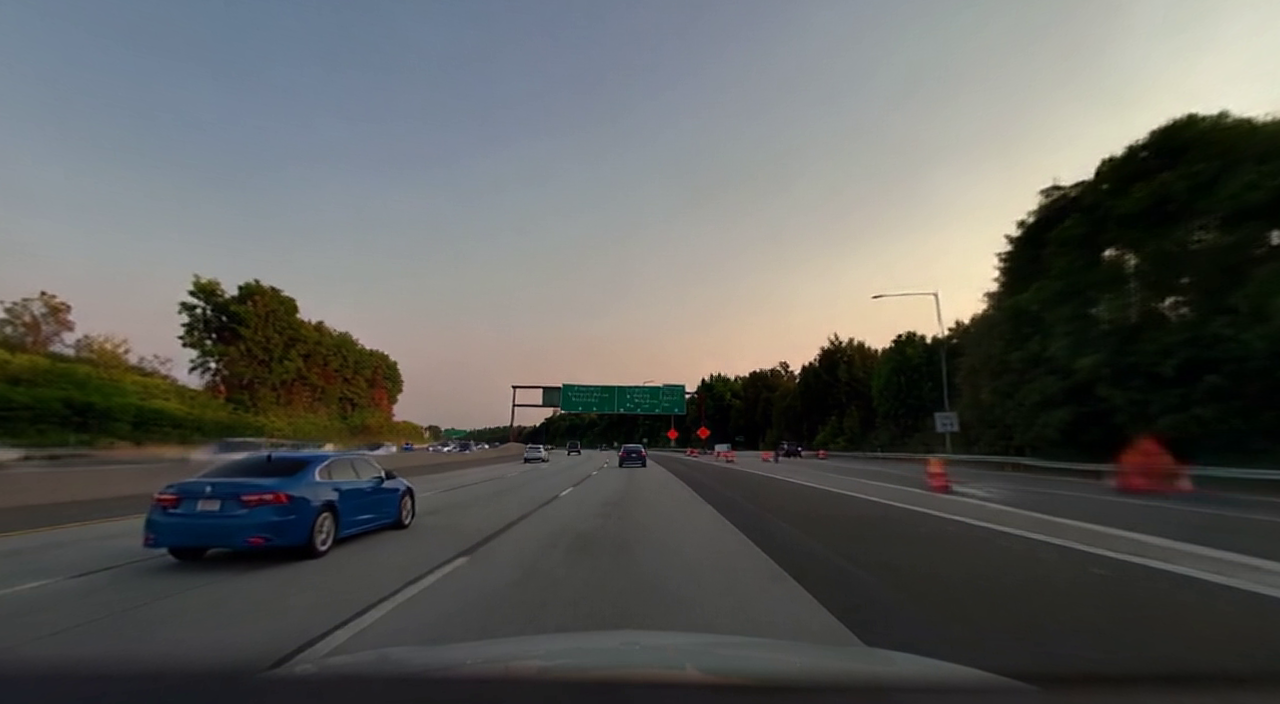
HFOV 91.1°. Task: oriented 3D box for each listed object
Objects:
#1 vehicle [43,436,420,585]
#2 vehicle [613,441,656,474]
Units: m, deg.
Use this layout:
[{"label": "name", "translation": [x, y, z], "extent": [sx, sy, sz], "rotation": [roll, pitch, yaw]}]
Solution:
[{"label": "vehicle", "translation": [-4.723, 1.855, 8.295], "extent": [2.001, 1.415, 4.360], "rotation": [0, -8, 1]}, {"label": "vehicle", "translation": [-0.280, 5.155, 30.947], "extent": [1.963, 1.462, 4.681], "rotation": [0, -8, -1]}]
